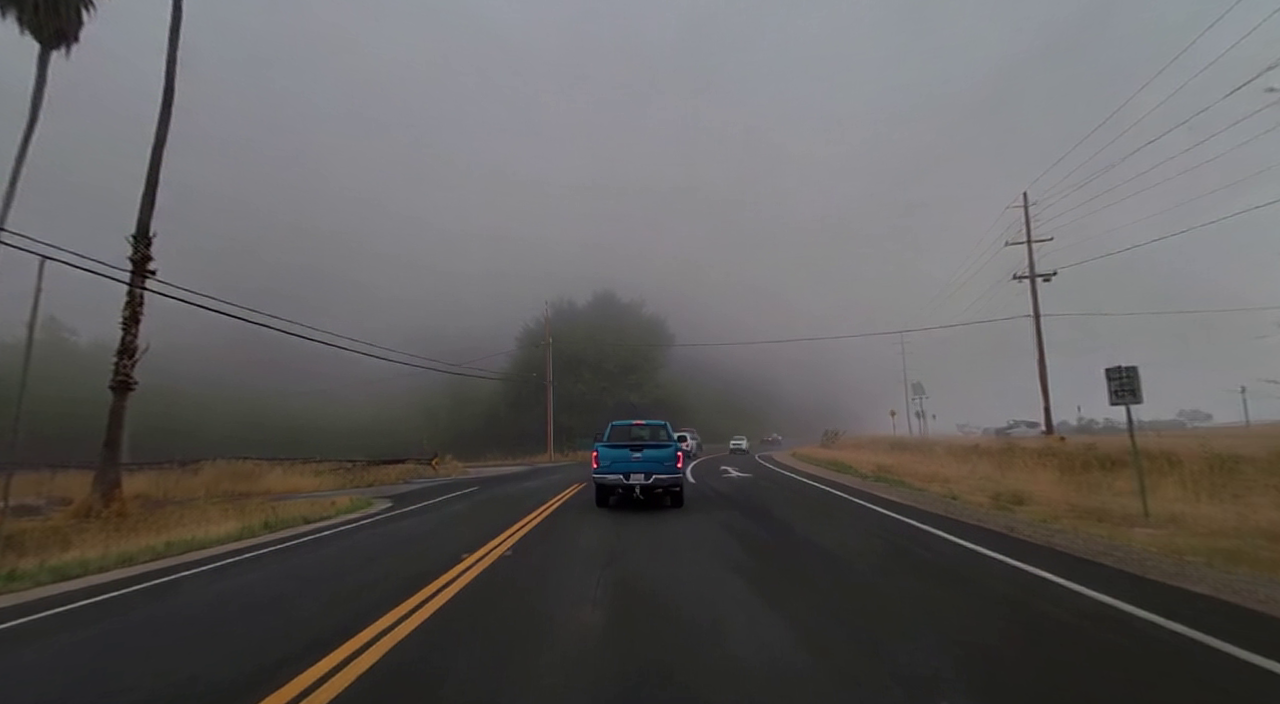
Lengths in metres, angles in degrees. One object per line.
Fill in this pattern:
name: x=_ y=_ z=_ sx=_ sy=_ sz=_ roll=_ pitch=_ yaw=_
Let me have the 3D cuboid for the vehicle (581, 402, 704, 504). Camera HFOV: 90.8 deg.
vehicle: x=0.097 y=2.655 z=16.891 sx=2.693 sy=2.223 sz=5.885 roll=0 pitch=-9 yaw=1
